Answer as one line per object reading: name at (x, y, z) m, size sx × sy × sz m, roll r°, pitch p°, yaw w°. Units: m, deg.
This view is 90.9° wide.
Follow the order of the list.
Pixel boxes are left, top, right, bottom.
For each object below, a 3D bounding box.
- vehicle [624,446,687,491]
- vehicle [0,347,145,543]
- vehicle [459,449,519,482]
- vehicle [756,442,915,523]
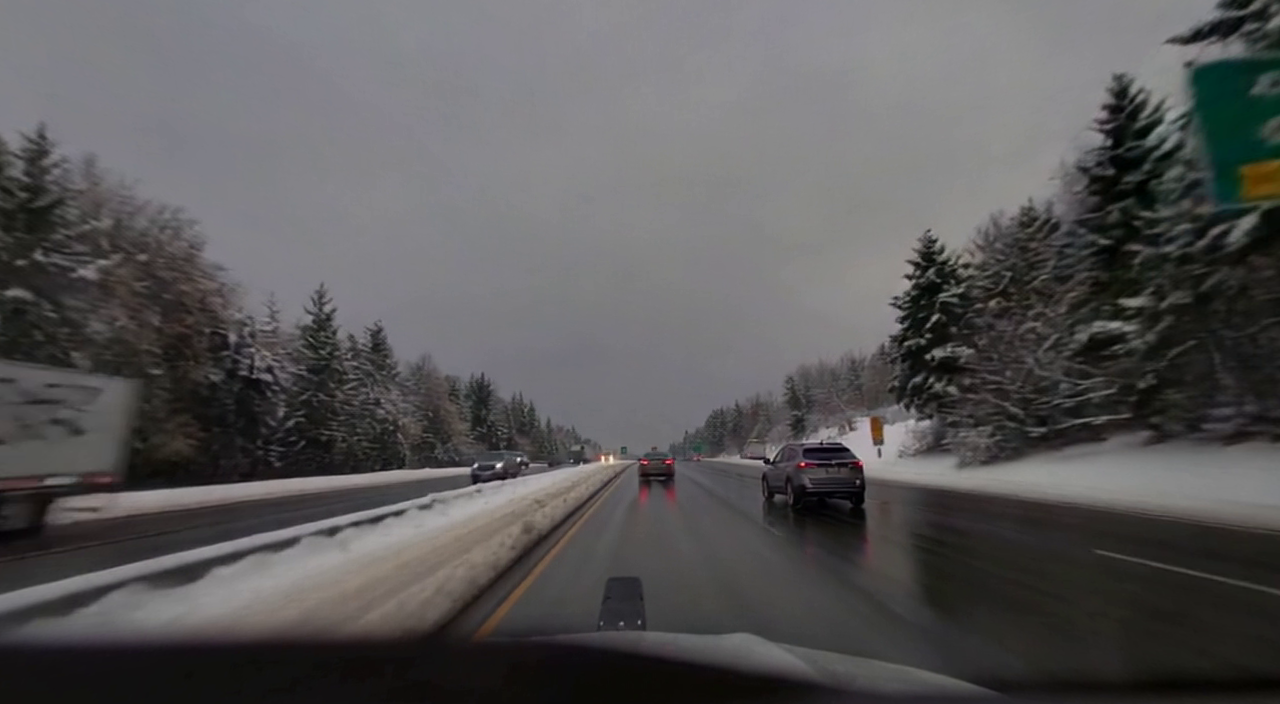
vehicle at (0.542, 4.374, 23.950) m, size 2.177 × 1.520 × 4.278 m, roll 0°, pitch -9°, yaw 0°
vehicle at (-15.405, 1.409, 9.816) m, size 3.577 × 4.095 × 14.490 m, roll 0°, pitch -9°, yaw 0°
vehicle at (-7.815, 5.927, 33.109) m, size 2.057 × 1.602 × 4.313 m, roll 0°, pitch -9°, yaw 0°
vehicle at (4.001, 2.742, 13.769) m, size 2.029 × 1.475 × 4.279 m, roll 0°, pitch -9°, yaw -1°
